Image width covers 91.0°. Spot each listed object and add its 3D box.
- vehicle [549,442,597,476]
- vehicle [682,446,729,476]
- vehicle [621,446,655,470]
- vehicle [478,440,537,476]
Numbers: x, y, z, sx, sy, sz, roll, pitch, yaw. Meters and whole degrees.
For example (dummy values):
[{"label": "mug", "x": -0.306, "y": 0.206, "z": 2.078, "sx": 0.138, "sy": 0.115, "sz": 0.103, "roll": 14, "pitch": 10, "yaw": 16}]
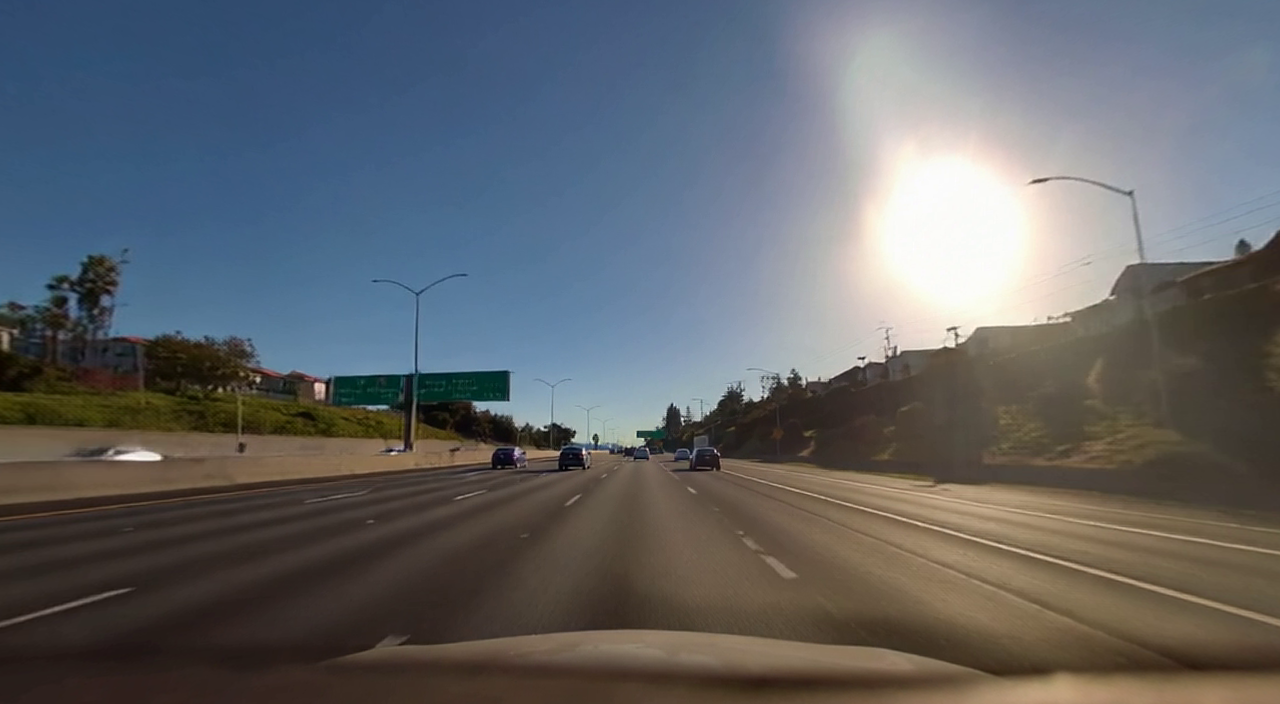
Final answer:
[{"label": "vehicle", "x": -3.548, "y": 5.773, "z": 34.246, "sx": 2.091, "sy": 1.664, "sz": 4.157, "roll": 0, "pitch": -9, "yaw": 1}, {"label": "vehicle", "x": 3.558, "y": 5.987, "z": 34.869, "sx": 2.077, "sy": 1.527, "sz": 4.553, "roll": 1, "pitch": -9, "yaw": -1}, {"label": "vehicle", "x": -0.135, "y": 7.227, "z": 43.061, "sx": 2.166, "sy": 1.496, "sz": 4.158, "roll": 0, "pitch": -9, "yaw": 0}, {"label": "vehicle", "x": -6.942, "y": 5.583, "z": 33.427, "sx": 2.112, "sy": 1.721, "sz": 4.381, "roll": 0, "pitch": -9, "yaw": 1}]
